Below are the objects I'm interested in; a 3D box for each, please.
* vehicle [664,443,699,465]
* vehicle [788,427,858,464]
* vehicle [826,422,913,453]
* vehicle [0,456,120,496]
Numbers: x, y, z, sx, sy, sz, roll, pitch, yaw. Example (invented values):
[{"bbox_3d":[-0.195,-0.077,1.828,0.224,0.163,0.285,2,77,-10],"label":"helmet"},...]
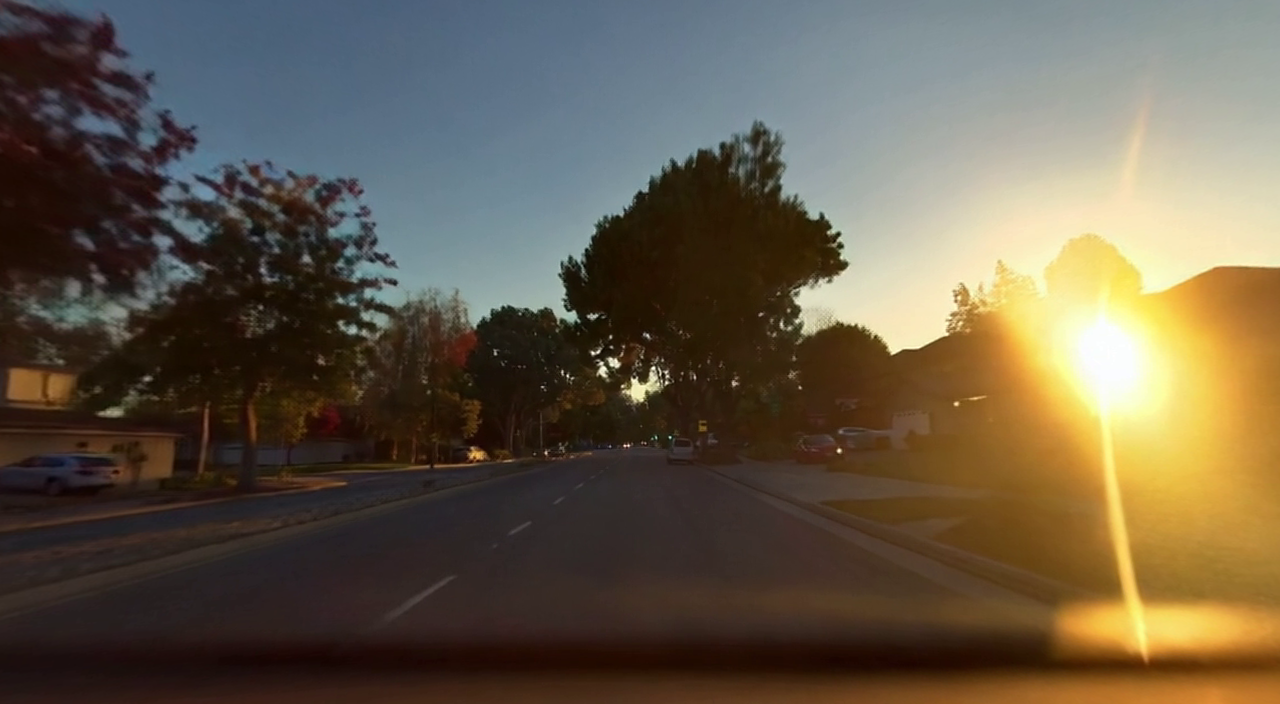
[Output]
[{"bbox_3d":[2.956,7.394,46.007,2.037,1.518,4.904,0,-8,-2],"label":"vehicle"},{"bbox_3d":[9.248,4.765,32.427,1.971,1.641,5.191,-4,-8,0],"label":"vehicle"},{"bbox_3d":[14.702,5.511,40.631,4.723,1.883,2.011,0,-8,-2],"label":"vehicle"},{"bbox_3d":[-24.008,4.929,25.293,4.595,1.491,1.902,0,-8,0],"label":"vehicle"}]
